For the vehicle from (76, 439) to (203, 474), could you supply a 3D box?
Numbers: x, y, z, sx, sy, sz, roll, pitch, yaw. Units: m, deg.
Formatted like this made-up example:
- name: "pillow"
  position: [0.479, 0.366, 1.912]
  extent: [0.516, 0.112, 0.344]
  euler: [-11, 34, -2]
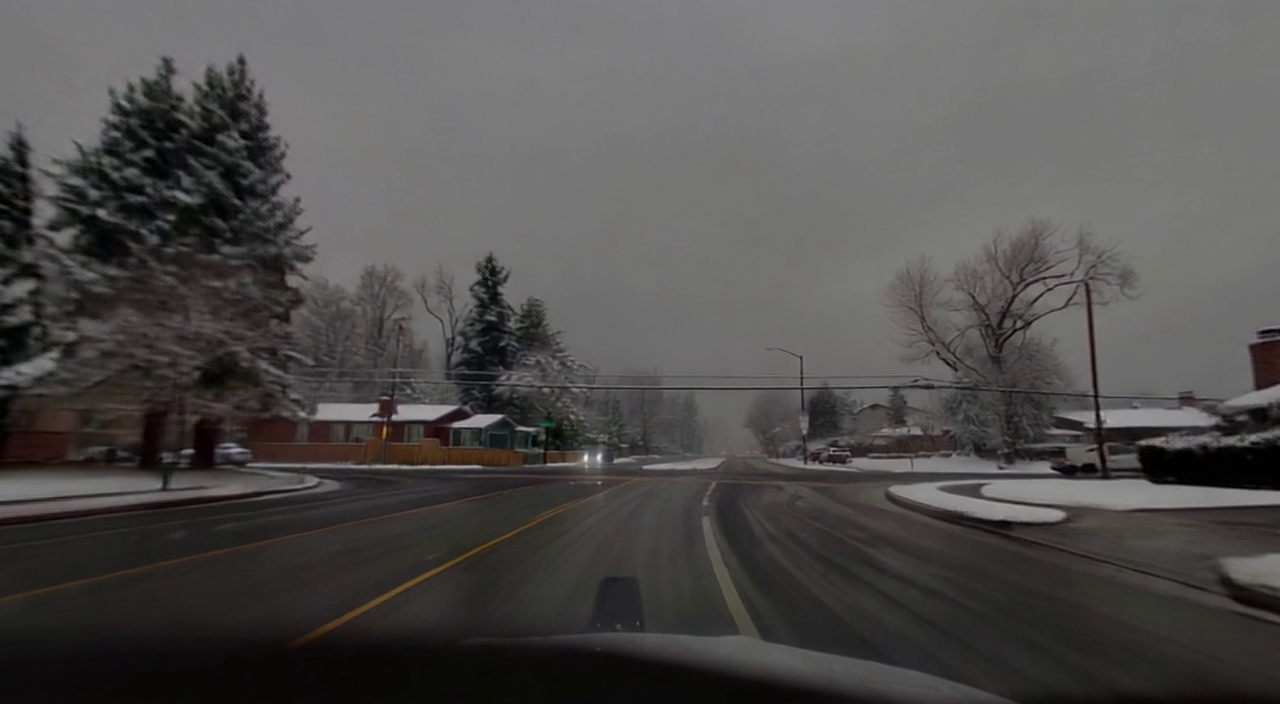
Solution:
- name: "vehicle"
  position: [-29.041, 6.060, 36.724]
  extent: [5.754, 1.892, 2.236]
  euler: [-1, -9, 7]

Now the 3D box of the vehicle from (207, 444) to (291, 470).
- name: "vehicle"
  position: [-28.028, 7.527, 45.338]
  extent: [4.793, 1.745, 2.012]
  euler: [-1, -9, 7]

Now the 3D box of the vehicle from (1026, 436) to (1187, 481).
- name: "vehicle"
  position: [21.641, 4.999, 29.584]
  extent: [5.484, 1.842, 2.188]
  euler: [-4, -10, 8]
